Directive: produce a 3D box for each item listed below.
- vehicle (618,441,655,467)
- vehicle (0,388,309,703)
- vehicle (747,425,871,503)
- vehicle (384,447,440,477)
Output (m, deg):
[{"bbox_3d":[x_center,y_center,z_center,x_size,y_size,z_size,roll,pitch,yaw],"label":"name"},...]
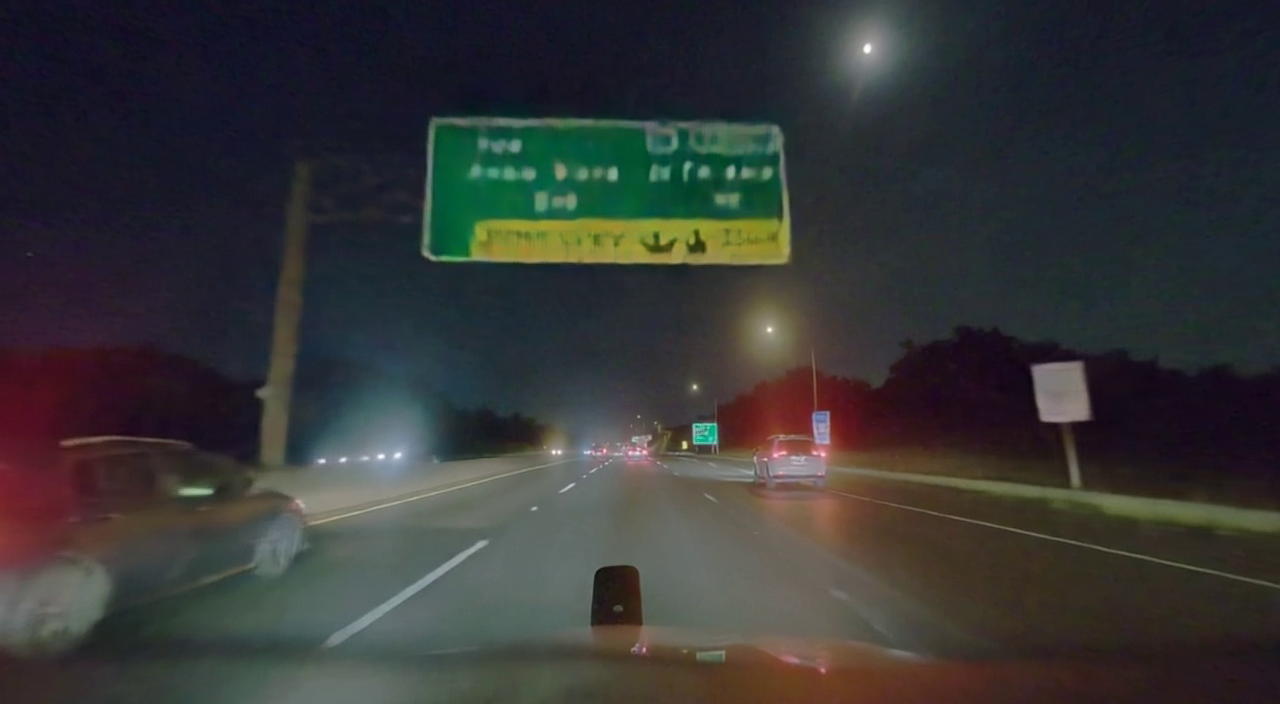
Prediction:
[{"bbox_3d":[-0.202,6.671,41.158,1.969,1.595,3.964,-1,-8,6],"label":"vehicle"},{"bbox_3d":[-4.135,1.065,3.548,2.084,1.594,4.219,-1,-9,2],"label":"vehicle"},{"bbox_3d":[4.055,2.771,15.854,2.143,1.667,4.221,-1,-9,3],"label":"vehicle"},{"bbox_3d":[-13.003,6.296,36.018,1.975,1.574,4.341,0,-9,-5],"label":"vehicle"}]
